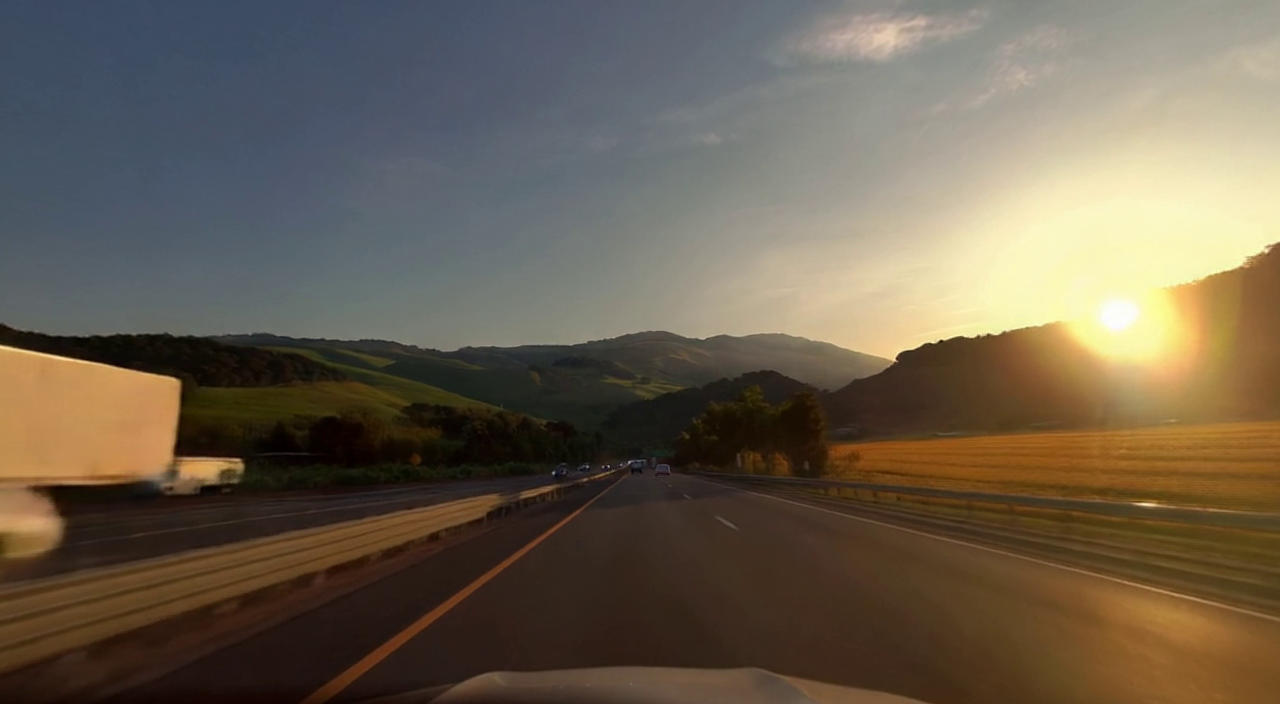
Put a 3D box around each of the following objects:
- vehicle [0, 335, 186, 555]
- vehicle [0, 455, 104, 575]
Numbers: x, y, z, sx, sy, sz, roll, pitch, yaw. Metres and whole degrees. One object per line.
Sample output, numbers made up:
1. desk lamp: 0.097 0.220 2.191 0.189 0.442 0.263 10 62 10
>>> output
1. vehicle: -13.634 1.306 9.491 2.865 4.107 14.092 1 -10 0
2. vehicle: -9.257 1.987 7.512 1.903 1.543 4.233 1 -10 0
